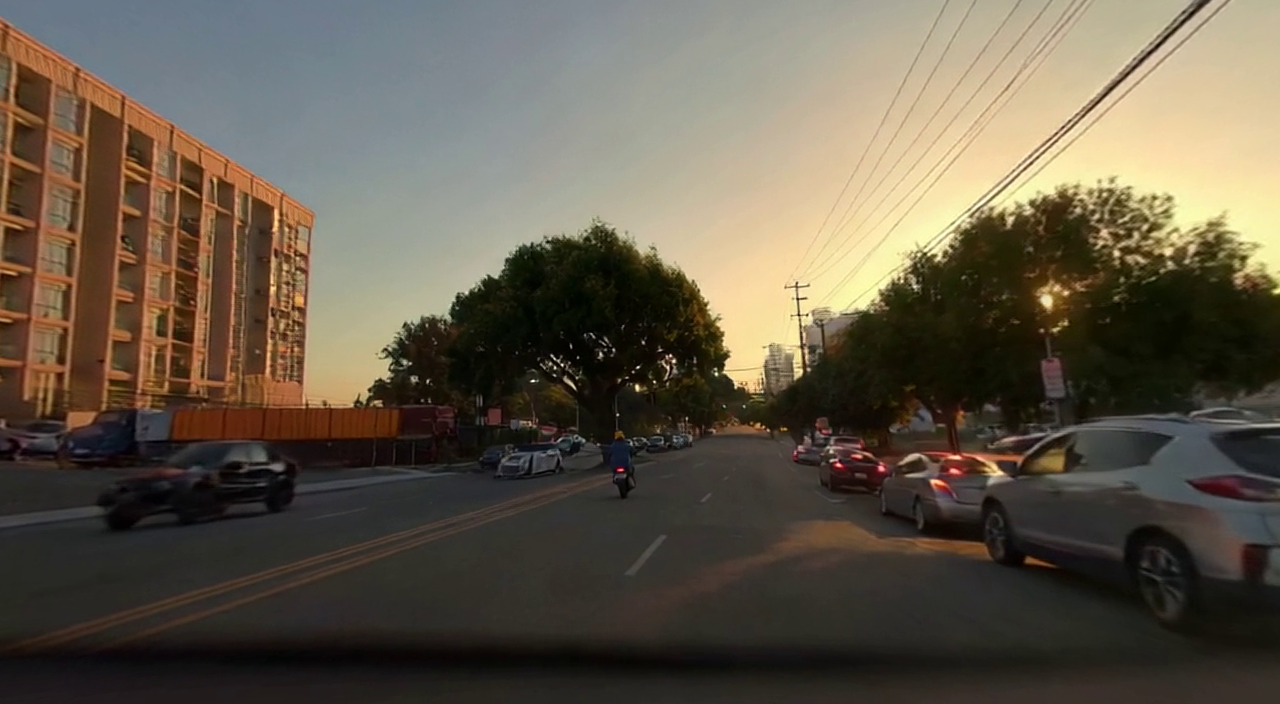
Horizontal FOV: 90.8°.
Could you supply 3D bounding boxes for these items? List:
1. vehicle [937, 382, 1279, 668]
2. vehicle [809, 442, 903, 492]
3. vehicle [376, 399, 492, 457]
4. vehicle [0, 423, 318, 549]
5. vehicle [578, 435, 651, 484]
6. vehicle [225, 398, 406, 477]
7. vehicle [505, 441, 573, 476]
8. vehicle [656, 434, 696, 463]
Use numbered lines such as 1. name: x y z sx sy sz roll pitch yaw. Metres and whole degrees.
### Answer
1. vehicle: 5.360 1.477 6.637 2.387 1.820 5.286 -1 -8 6
2. vehicle: 6.987 3.720 20.925 1.973 1.457 4.522 -1 -8 7
3. vehicle: -13.080 5.107 41.399 2.996 3.170 10.153 -4 -9 8
4. vehicle: -8.209 2.254 11.431 2.053 1.771 4.684 0 -8 3
5. vehicle: -0.805 3.852 23.011 1.925 1.602 4.090 -1 -8 8
6. vehicle: -14.763 4.101 30.016 2.990 3.144 9.080 -1 -8 6
7. vehicle: -4.697 5.046 30.157 2.105 1.509 4.753 -1 -9 4
8. vehicle: 2.625 6.828 44.757 2.295 1.929 5.498 -1 -8 9
